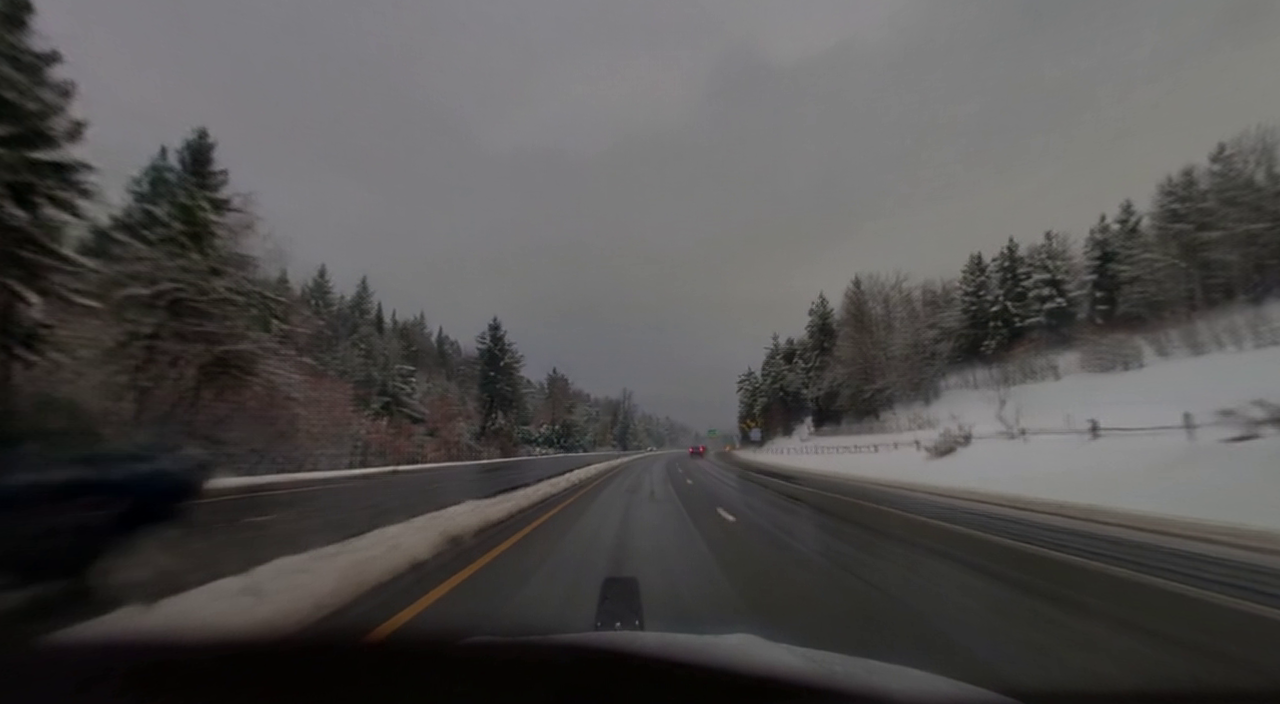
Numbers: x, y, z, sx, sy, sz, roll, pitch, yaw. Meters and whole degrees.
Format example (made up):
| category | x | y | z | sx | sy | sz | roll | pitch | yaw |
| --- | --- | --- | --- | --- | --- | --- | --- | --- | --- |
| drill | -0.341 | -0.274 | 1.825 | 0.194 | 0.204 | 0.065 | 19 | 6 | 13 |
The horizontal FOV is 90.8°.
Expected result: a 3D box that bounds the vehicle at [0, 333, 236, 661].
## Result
| category | x | y | z | sx | sy | sz | roll | pitch | yaw |
| --- | --- | --- | --- | --- | --- | --- | --- | --- | --- |
| vehicle | -5.206 | 0.785 | 3.106 | 2.533 | 2.001 | 5.922 | 0 | -8 | 0 |
